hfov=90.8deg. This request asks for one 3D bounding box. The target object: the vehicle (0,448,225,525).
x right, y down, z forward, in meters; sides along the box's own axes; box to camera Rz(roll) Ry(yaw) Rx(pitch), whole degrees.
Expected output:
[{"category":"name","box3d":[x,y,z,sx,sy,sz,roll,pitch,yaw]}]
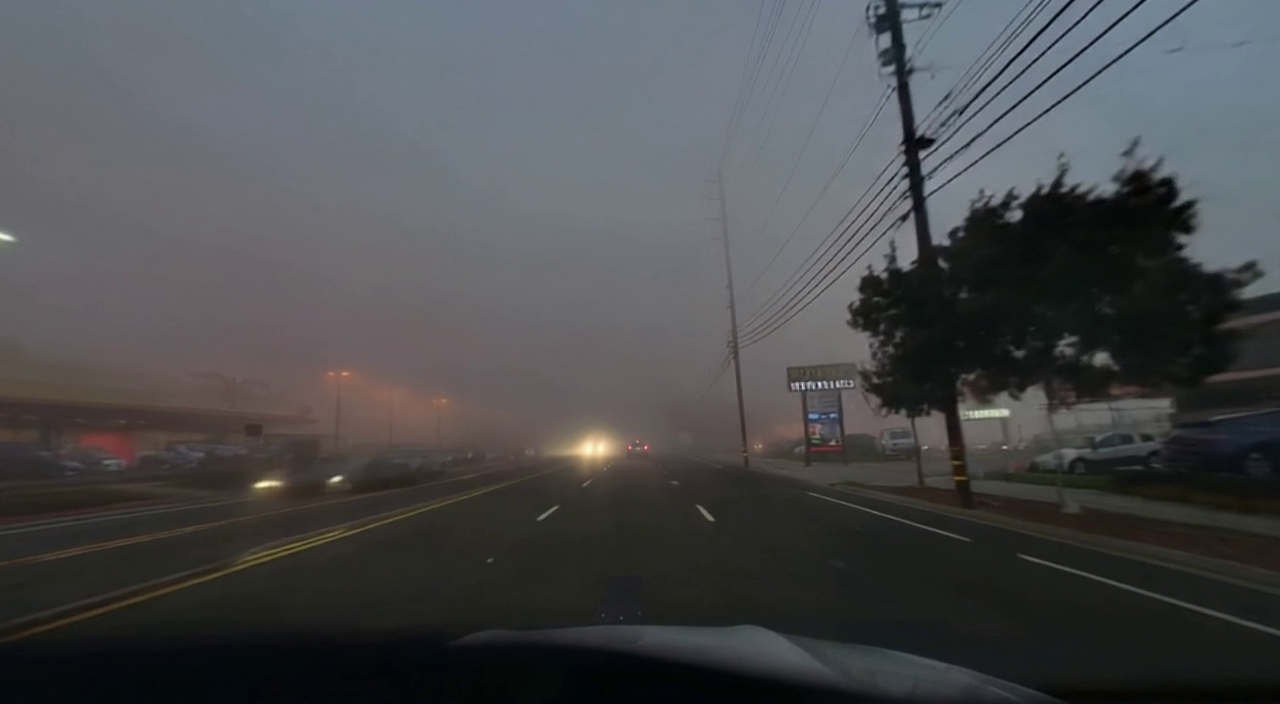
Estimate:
[{"category":"vehicle","box3d":[-13.690,3.434,16.847,1.955,1.549,5.009,-2,-8,-2]}]

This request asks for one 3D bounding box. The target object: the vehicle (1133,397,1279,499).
[{"category":"vehicle","box3d":[13.717,2.029,13.484,4.579,2.003,1.942,0,-8,2]}]

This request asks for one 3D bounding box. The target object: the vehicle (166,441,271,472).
[{"category":"vehicle","box3d":[-24.022,5.956,36.245,4.527,1.679,2.055,3,-9,-18]}]

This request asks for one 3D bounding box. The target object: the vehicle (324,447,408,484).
[{"category":"vehicle","box3d":[-13.844,5.713,32.278,2.014,1.523,5.092,-3,-8,1]}]

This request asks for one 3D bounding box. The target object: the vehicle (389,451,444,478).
[{"category":"vehicle","box3d":[-13.713,6.909,39.076,1.791,1.377,4.807,-2,-8,-2]}]

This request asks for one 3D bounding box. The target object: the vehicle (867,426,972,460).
[{"category":"vehicle","box3d":[15.276,5.020,34.734,4.667,1.775,2.199,0,-8,-1]}]
